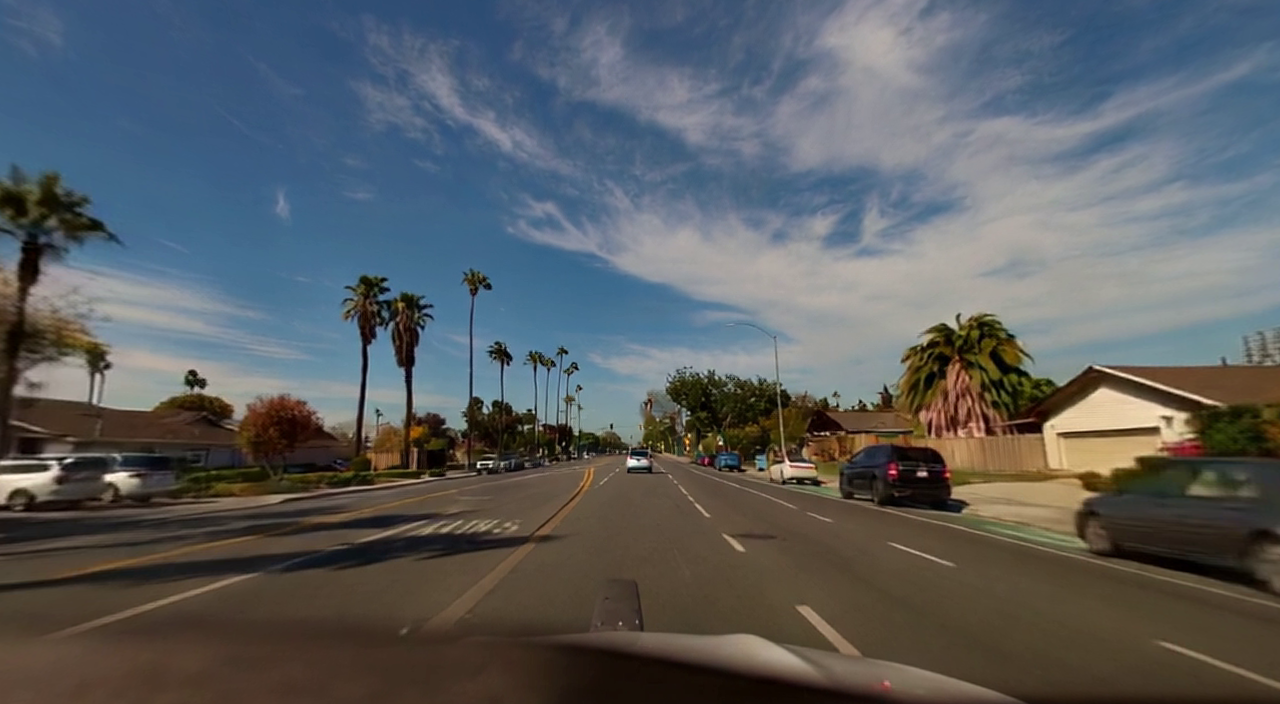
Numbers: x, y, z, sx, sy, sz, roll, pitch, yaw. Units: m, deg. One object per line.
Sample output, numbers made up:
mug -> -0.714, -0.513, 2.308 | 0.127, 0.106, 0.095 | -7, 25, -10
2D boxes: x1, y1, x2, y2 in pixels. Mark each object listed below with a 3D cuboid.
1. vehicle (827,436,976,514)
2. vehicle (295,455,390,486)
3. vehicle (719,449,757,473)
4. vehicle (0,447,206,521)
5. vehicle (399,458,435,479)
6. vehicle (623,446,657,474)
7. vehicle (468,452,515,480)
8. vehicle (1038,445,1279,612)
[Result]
vehicle -> 7.017, 3.342, 17.766 | 2.035, 1.822, 5.449 | -1, -9, 2
vehicle -> -17.695, 7.064, 37.729 | 4.683, 1.686, 1.950 | -1, -9, 2
vehicle -> 7.359, 8.261, 47.908 | 2.024, 1.687, 4.477 | 0, -9, -1
vehicle -> -16.756, 4.035, 19.994 | 2.185, 1.993, 5.054 | -1, -9, 4
vehicle -> -17.125, 8.943, 48.699 | 1.847, 1.507, 4.632 | 1, -9, -11
vehicle -> -0.052, 7.521, 44.321 | 2.248, 1.833, 4.798 | 0, -9, -1
vehicle -> -11.501, 8.841, 49.184 | 2.157, 1.969, 5.725 | -3, -10, 1
vehicle -> 6.851, 1.789, 6.954 | 1.947, 1.505, 4.759 | -1, -9, 2
